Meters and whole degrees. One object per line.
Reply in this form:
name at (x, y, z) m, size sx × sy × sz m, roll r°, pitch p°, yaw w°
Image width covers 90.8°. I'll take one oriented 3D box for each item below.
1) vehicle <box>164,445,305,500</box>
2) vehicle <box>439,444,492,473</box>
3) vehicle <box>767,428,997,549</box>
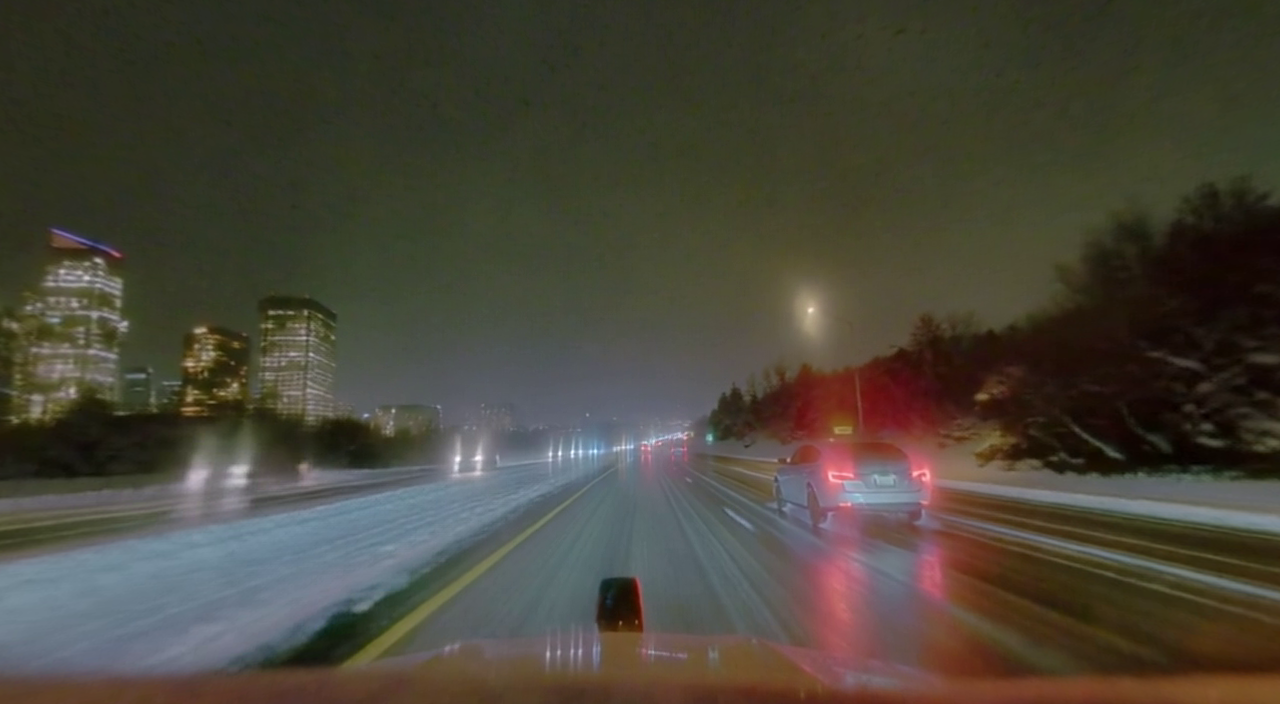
vehicle at (-14.844, 4.390, 23.506) m, size 2.106 × 1.809 × 4.622 m, roll 0°, pitch -8°, yaw 1°
vehicle at (-10.870, 6.644, 39.738) m, size 1.912 × 1.682 × 4.427 m, roll 0°, pitch -8°, yaw 2°
vehicle at (3.581, 2.105, 10.479) m, size 1.982 × 1.533 × 4.612 m, roll 0°, pitch -8°, yaw 0°
